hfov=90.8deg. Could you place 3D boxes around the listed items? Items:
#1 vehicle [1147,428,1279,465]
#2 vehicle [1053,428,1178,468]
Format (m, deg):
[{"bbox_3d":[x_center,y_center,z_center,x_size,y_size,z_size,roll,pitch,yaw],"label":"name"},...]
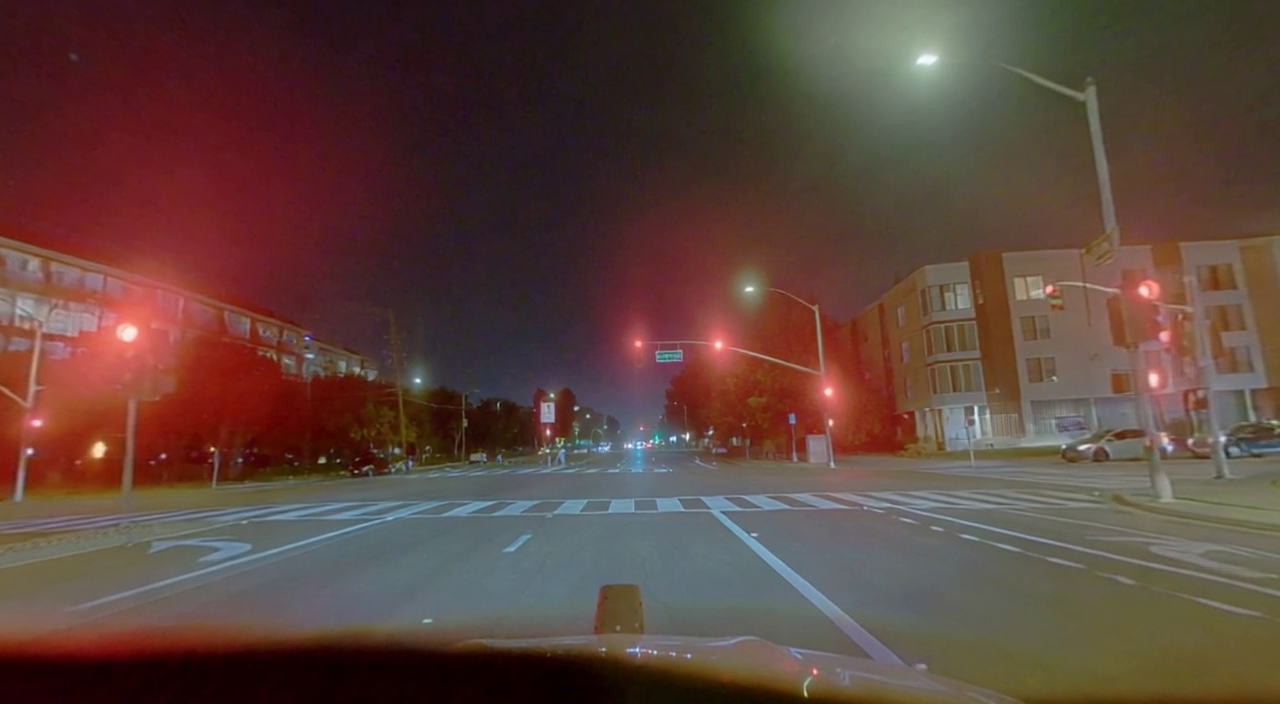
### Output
[{"bbox_3d":[27.323,4.481,29.962,4.910,1.644,2.032,0,-8,-4],"label":"vehicle"},{"bbox_3d":[22.089,4.459,29.481,4.323,1.746,1.872,0,-8,-3],"label":"vehicle"}]
